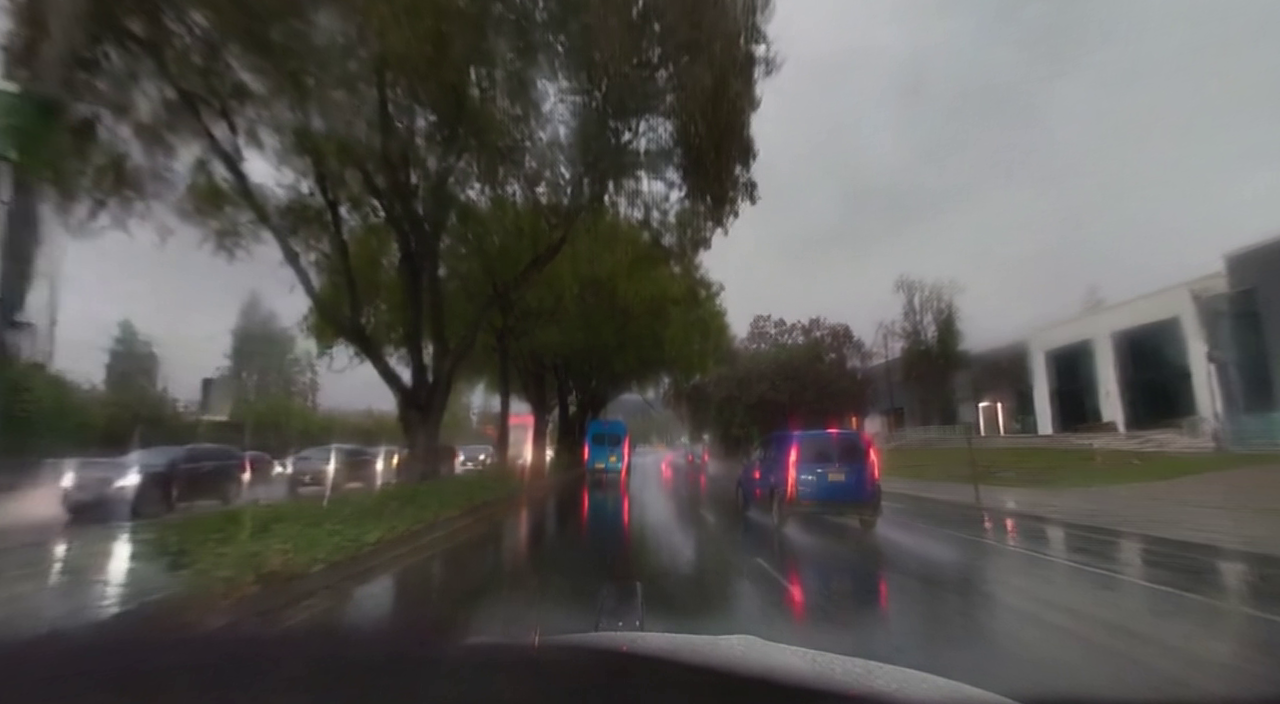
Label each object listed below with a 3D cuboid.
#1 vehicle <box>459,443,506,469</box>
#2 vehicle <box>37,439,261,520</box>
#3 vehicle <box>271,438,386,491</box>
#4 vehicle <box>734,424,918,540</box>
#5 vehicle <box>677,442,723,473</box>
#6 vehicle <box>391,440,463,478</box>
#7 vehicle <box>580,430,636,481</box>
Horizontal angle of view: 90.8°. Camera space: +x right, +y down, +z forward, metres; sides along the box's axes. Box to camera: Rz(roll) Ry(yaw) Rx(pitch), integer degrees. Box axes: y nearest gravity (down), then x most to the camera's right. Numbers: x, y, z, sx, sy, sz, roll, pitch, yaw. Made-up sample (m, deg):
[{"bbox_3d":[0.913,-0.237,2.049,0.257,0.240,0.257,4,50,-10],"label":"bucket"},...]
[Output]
[{"bbox_3d":[-11.204,7.410,45.213,2.192,1.754,4.569,0,-9,0],"label":"vehicle"},{"bbox_3d":[-11.232,2.912,14.941,1.956,1.625,4.123,0,-9,0],"label":"vehicle"},{"bbox_3d":[-10.936,3.965,22.546,1.988,1.689,4.047,0,-9,1],"label":"vehicle"},{"bbox_3d":[3.037,2.218,11.359,1.965,1.671,4.146,0,-9,-1],"label":"vehicle"},{"bbox_3d":[3.455,6.215,37.350,2.248,1.692,4.252,0,-9,-1],"label":"vehicle"},{"bbox_3d":[-11.073,5.576,33.273,2.091,1.806,4.859,0,-9,0],"label":"vehicle"},{"bbox_3d":[-1.303,4.568,28.051,2.228,2.054,4.309,0,-9,1],"label":"vehicle"}]
